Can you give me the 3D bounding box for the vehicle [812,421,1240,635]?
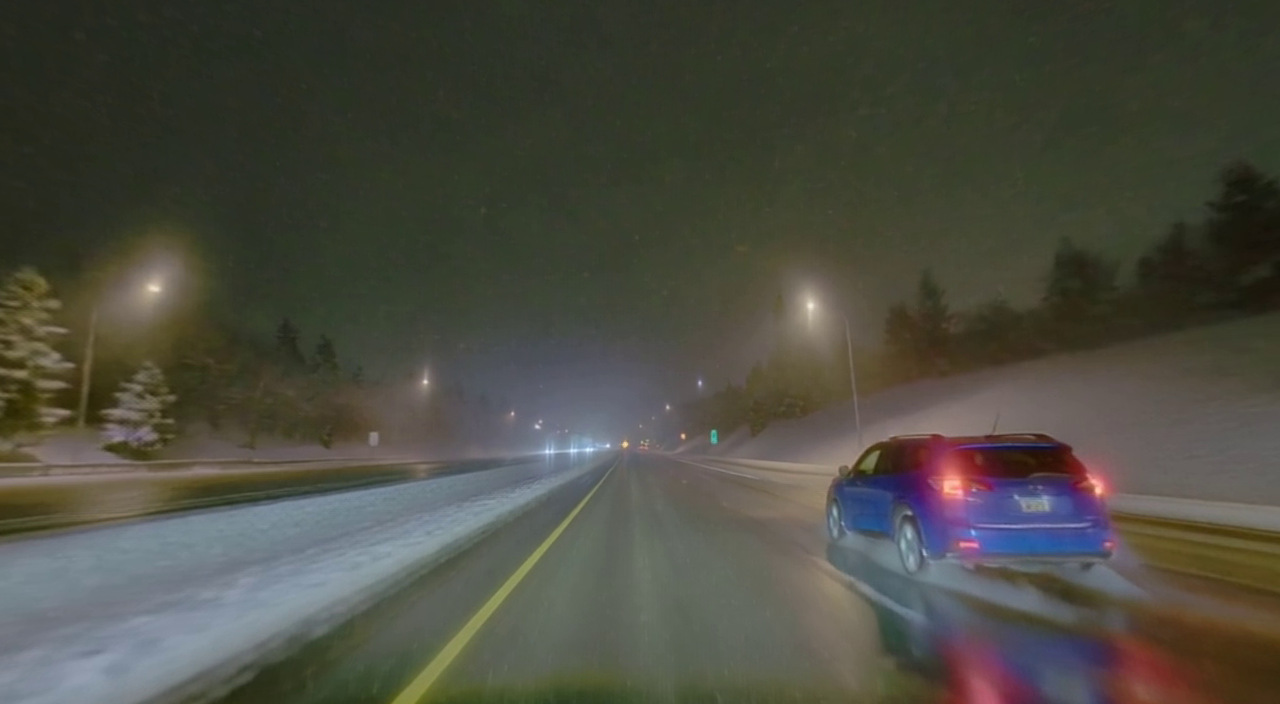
[{"bbox_3d":[3.553,1.679,7.003,2.002,1.604,4.265,0,-9,-1],"label":"vehicle"}]
